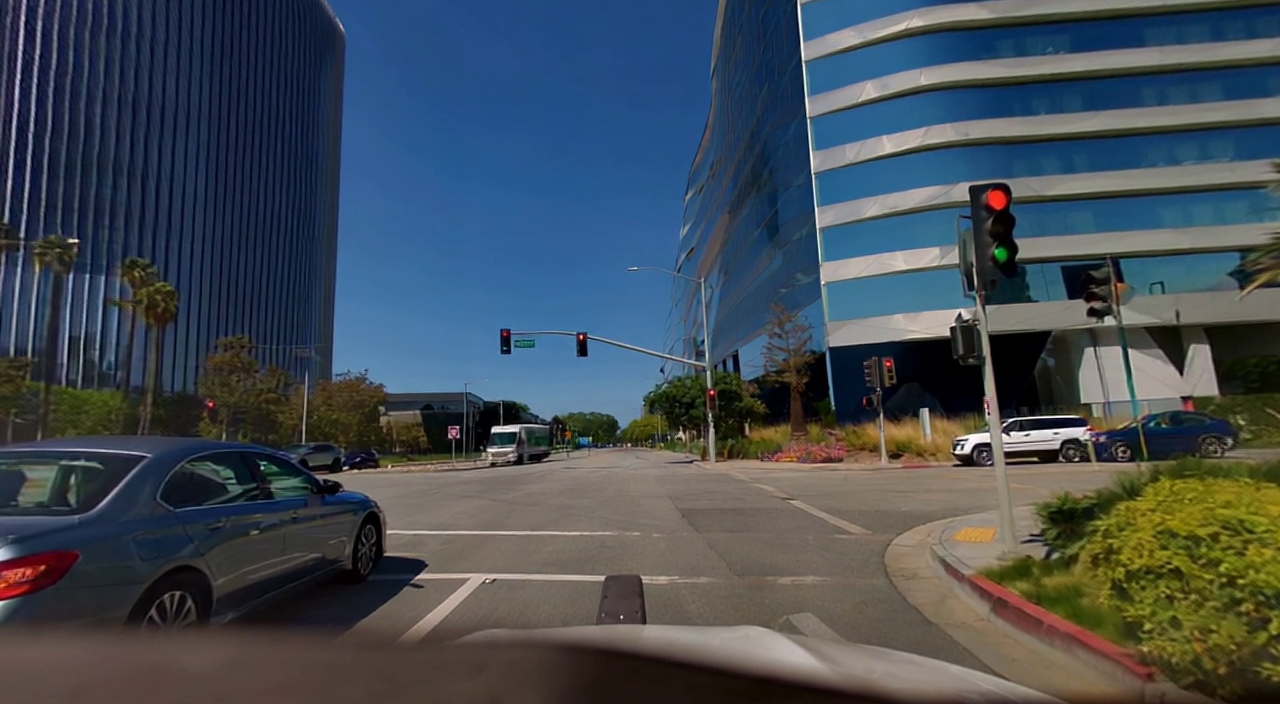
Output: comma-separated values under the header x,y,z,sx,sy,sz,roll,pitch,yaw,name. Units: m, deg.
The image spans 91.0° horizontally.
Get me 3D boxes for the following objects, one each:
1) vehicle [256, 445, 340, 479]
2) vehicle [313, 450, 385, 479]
x,y,z,sx,sy,sz,roll,pitch,yaw,name
-19.080,6.117,35.369,2.017,1.739,4.569,0,-9,2,vehicle
-15.362,5.927,33.482,1.875,1.389,3.784,0,-9,3,vehicle
